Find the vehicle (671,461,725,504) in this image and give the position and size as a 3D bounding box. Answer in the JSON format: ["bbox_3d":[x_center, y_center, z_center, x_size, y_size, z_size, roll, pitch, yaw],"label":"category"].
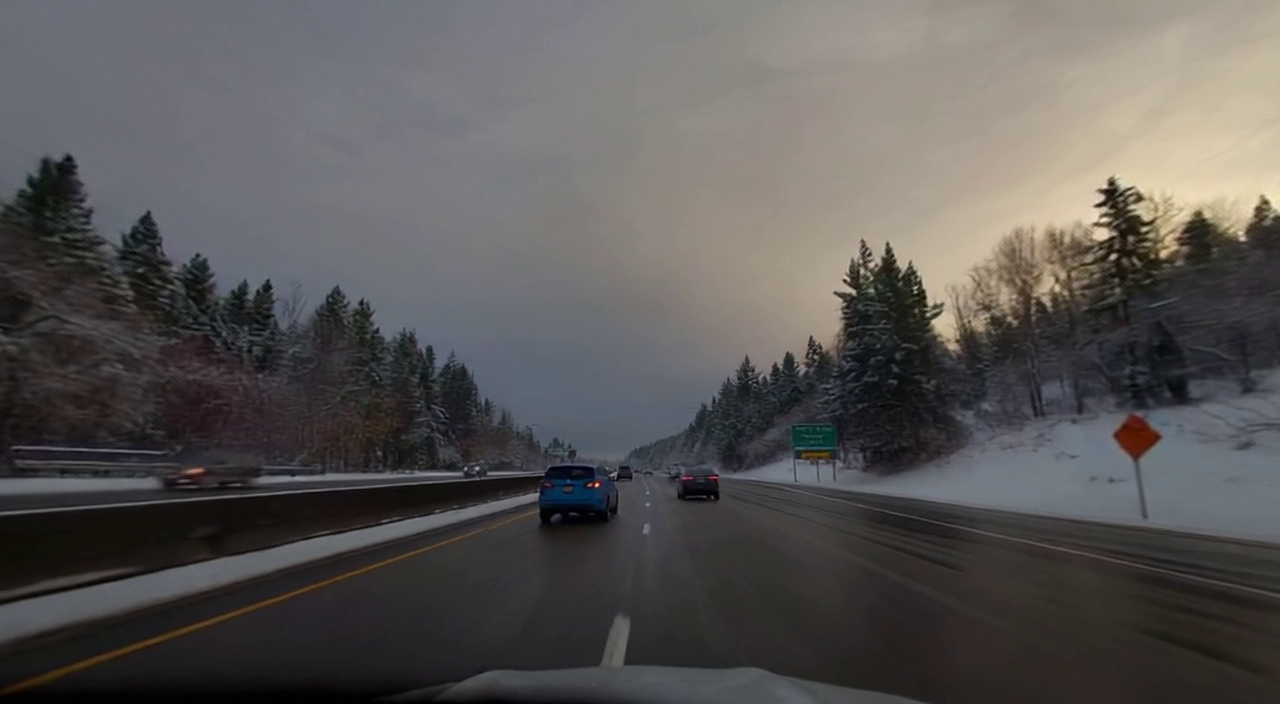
[{"bbox_3d":[2.308,5.296,25.781,1.905,1.559,3.491,0,-10,0],"label":"vehicle"}]

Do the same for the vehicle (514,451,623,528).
[{"bbox_3d":[-1.649,3.492,16.407,2.176,1.678,4.724,0,-10,1],"label":"vehicle"}]
